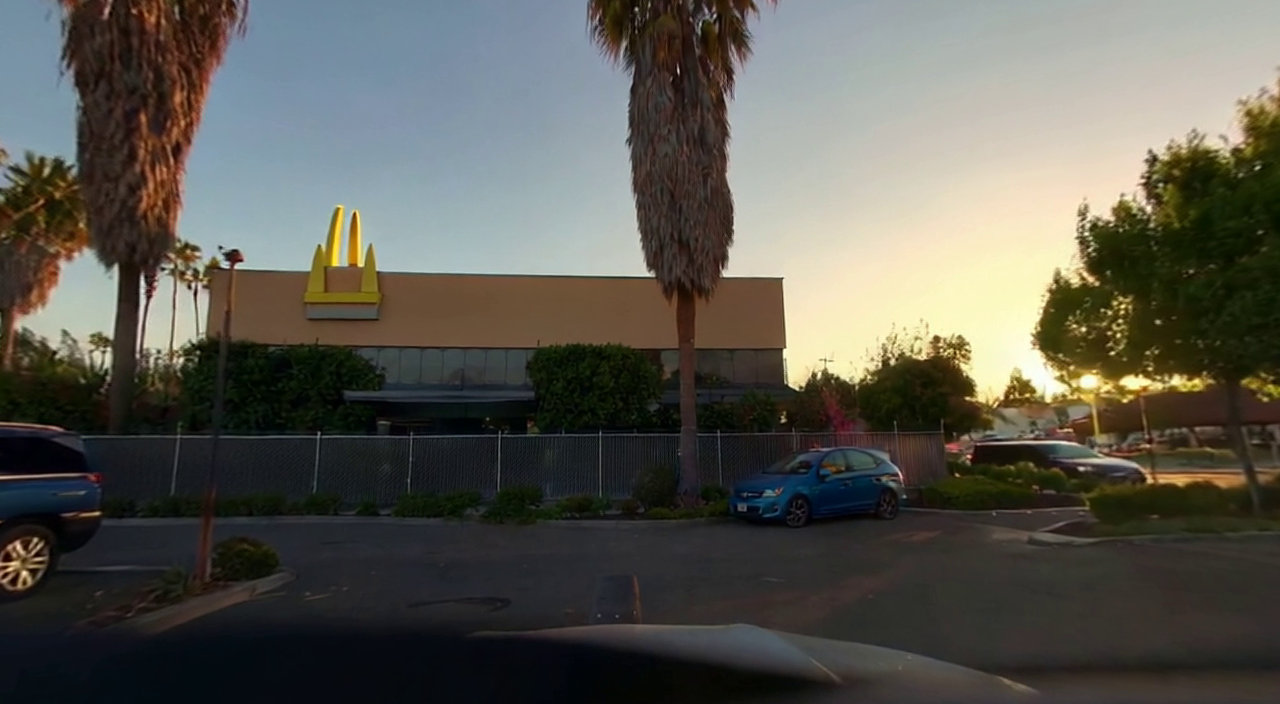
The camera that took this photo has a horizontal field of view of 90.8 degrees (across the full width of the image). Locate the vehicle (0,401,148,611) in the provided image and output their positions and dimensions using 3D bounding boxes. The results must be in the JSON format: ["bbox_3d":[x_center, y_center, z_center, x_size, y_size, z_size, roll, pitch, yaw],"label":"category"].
[{"bbox_3d":[-6.793,1.298,5.124,1.943,1.890,4.472,0,-10,0],"label":"vehicle"}]

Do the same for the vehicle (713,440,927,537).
[{"bbox_3d":[4.008,2.865,13.978,4.365,1.791,2.073,5,-9,-30],"label":"vehicle"}]
